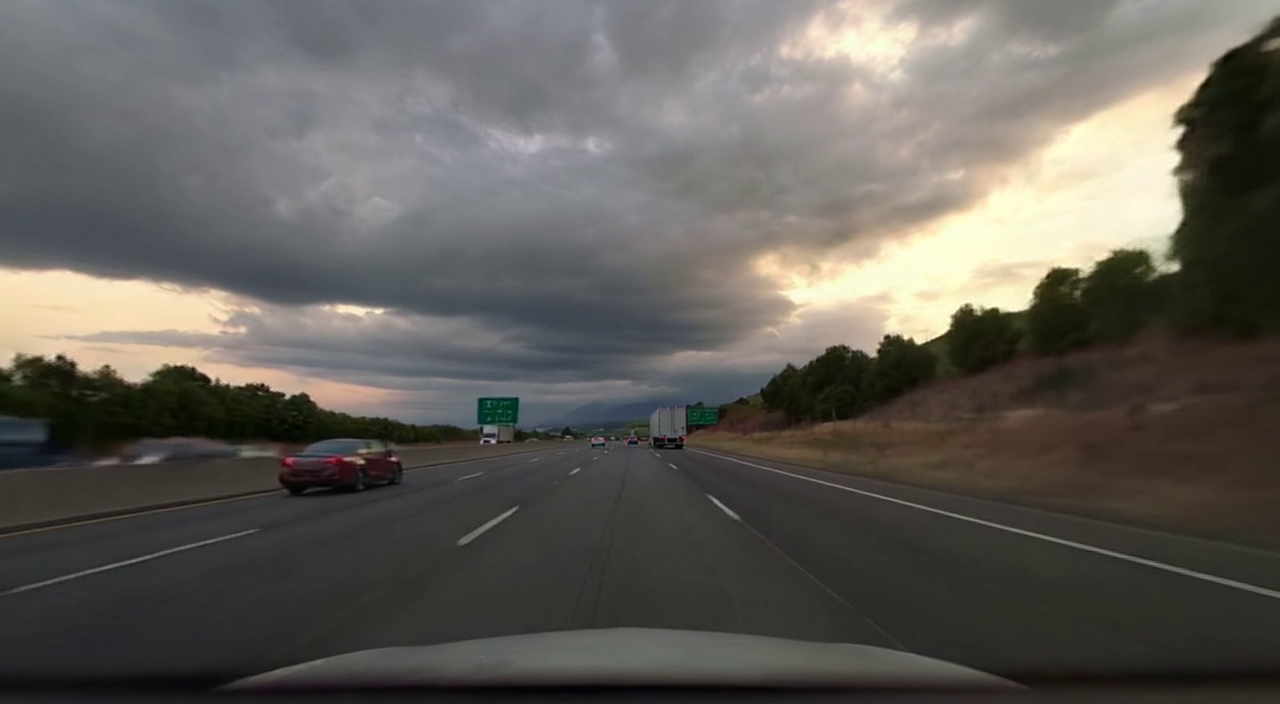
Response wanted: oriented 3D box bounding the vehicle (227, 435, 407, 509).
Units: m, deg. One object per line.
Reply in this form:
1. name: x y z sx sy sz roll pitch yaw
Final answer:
1. vehicle: -7.260 2.685 14.775 2.018 1.454 4.290 0 -8 -1

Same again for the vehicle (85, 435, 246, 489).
1. vehicle: -15.898 3.667 21.512 1.954 1.599 4.597 0 -8 -1
